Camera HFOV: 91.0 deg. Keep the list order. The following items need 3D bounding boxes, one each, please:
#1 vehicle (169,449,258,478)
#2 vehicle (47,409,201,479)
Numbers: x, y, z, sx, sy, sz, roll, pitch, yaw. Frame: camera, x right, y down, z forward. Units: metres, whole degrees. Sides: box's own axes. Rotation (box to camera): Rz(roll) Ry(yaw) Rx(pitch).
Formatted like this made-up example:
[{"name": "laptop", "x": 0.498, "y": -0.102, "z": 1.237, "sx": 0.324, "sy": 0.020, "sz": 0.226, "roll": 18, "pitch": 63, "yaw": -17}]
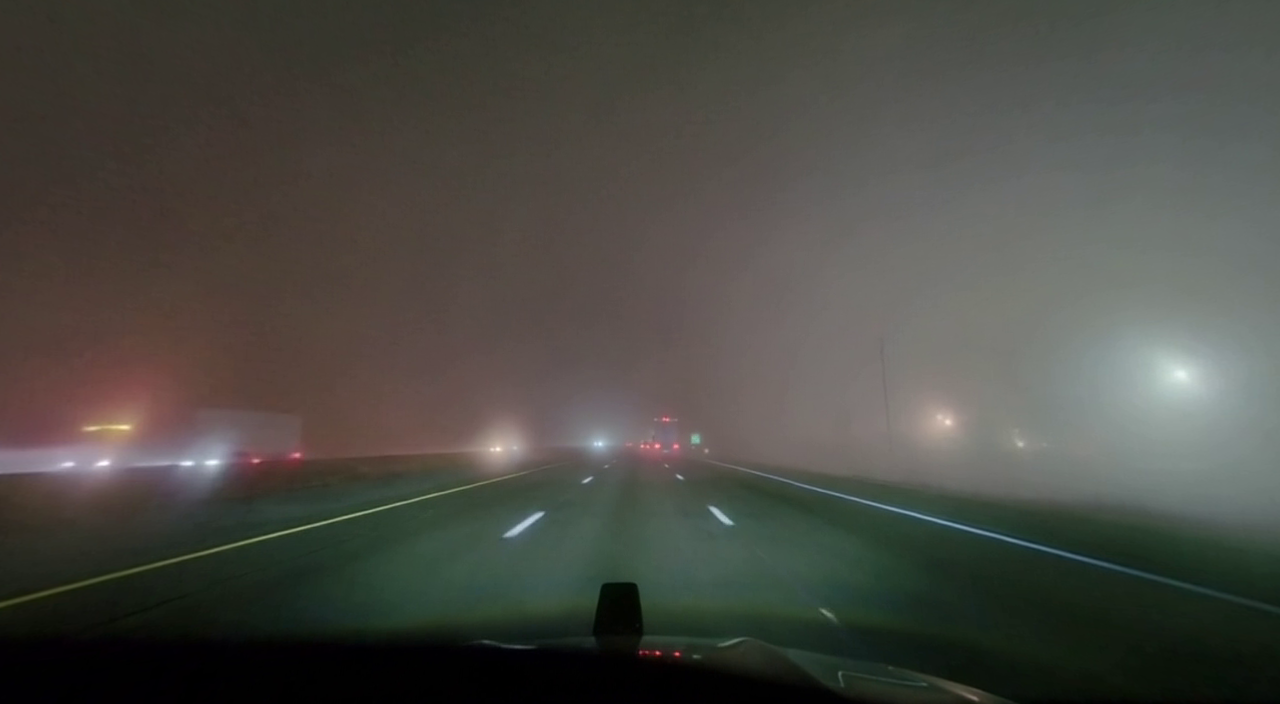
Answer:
[{"name": "vehicle", "x": -25.696, "y": 6.698, "z": 38.209, "sx": 1.910, "sy": 1.574, "sz": 4.814, "roll": 0, "pitch": -9, "yaw": 2}, {"name": "vehicle", "x": -32.187, "y": 5.836, "z": 39.869, "sx": 2.971, "sy": 3.991, "sz": 7.701, "roll": 0, "pitch": -9, "yaw": 0}]
